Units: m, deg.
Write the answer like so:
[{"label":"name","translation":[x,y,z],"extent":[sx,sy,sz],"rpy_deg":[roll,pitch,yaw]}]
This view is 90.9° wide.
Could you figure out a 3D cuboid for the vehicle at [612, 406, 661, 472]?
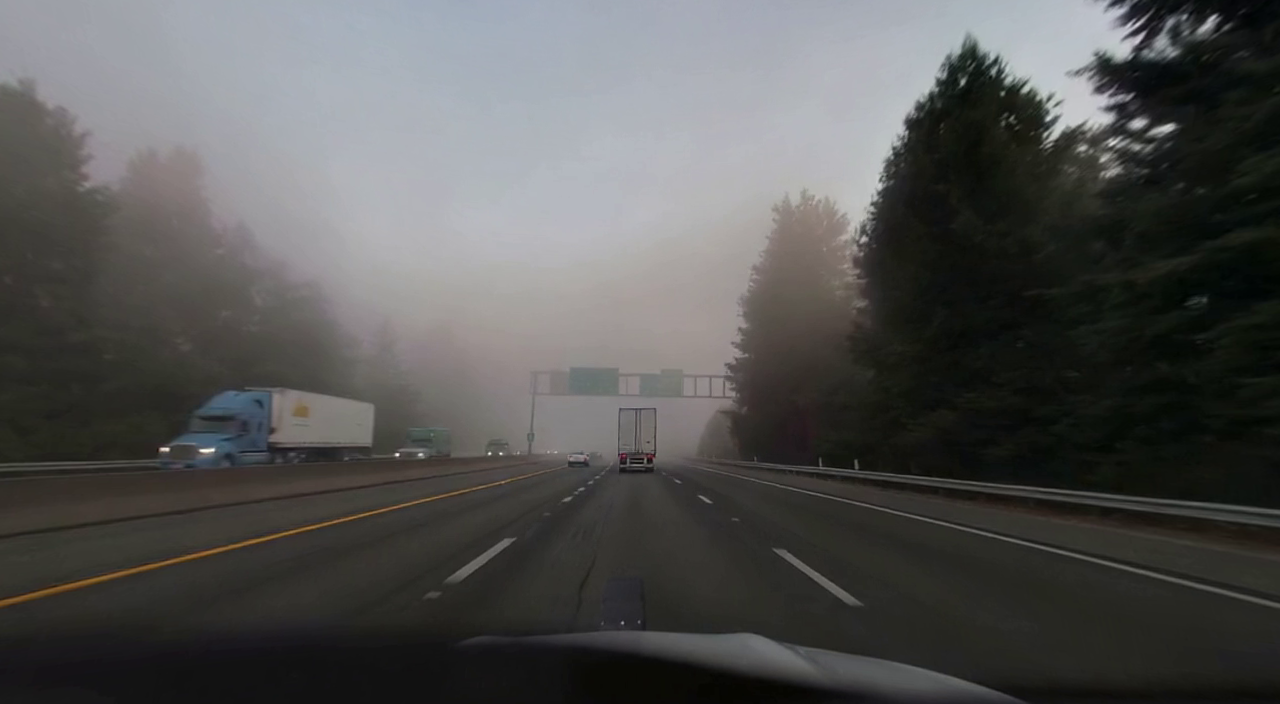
[{"label":"vehicle","translation":[-0.310,6.065,43.411],"extent":[2.962,3.953,10.696],"rpy_deg":[0,-9,-1]}]

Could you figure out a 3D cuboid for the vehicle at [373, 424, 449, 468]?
[{"label":"vehicle","translation":[-13.850,5.795,38.580],"extent":[2.459,2.466,5.747],"rpy_deg":[0,-9,0]}]

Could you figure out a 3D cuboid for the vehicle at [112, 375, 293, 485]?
[{"label":"vehicle","translation":[-17.498,3.265,25.855],"extent":[3.026,3.995,5.831],"rpy_deg":[0,-9,0]}]
